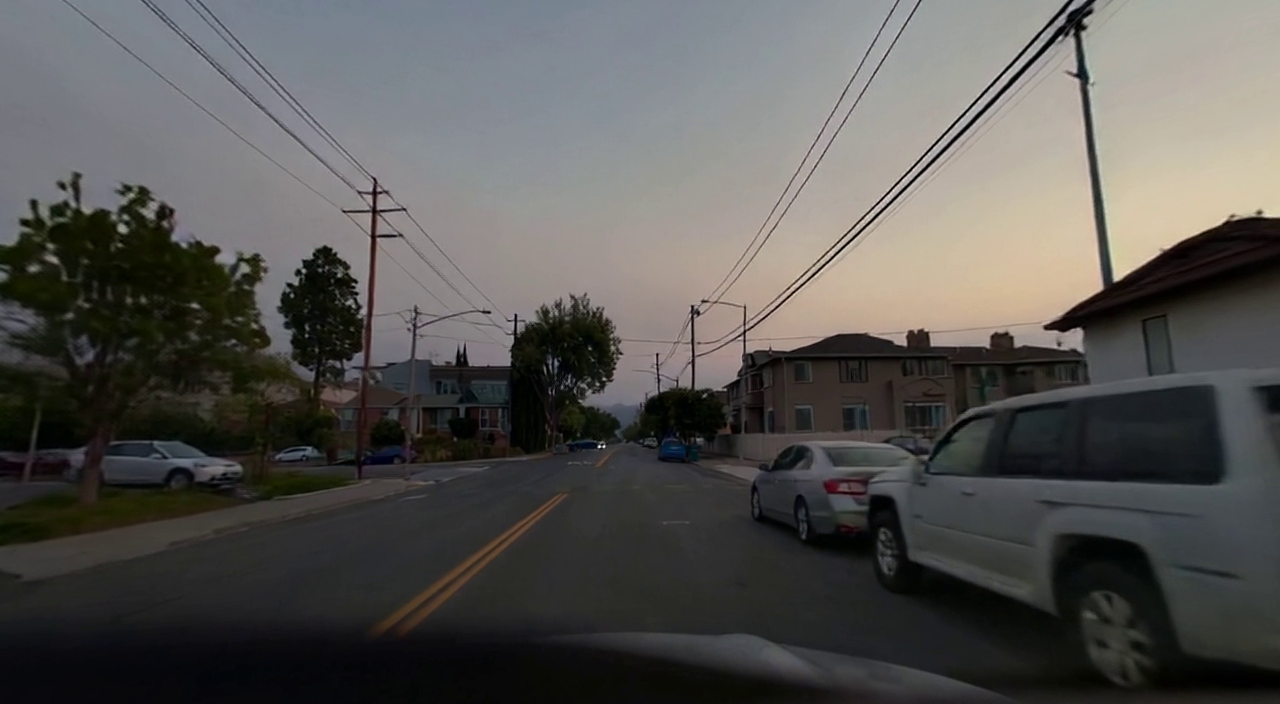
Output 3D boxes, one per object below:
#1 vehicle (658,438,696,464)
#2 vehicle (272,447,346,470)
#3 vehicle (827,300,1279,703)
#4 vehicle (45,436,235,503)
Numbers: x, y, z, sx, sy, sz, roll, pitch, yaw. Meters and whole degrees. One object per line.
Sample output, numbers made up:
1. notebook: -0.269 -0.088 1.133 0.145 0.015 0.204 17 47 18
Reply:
1. vehicle: 2.318 6.313 40.381 1.999 1.604 4.065 0 -9 -2
2. vehicle: -25.157 8.118 48.200 1.814 1.462 4.703 -8 -9 30
3. vehicle: 3.164 1.047 4.335 2.146 1.781 4.634 0 -9 -3
4. vehicle: -16.888 3.932 21.615 4.822 1.868 2.015 3 -10 -38
